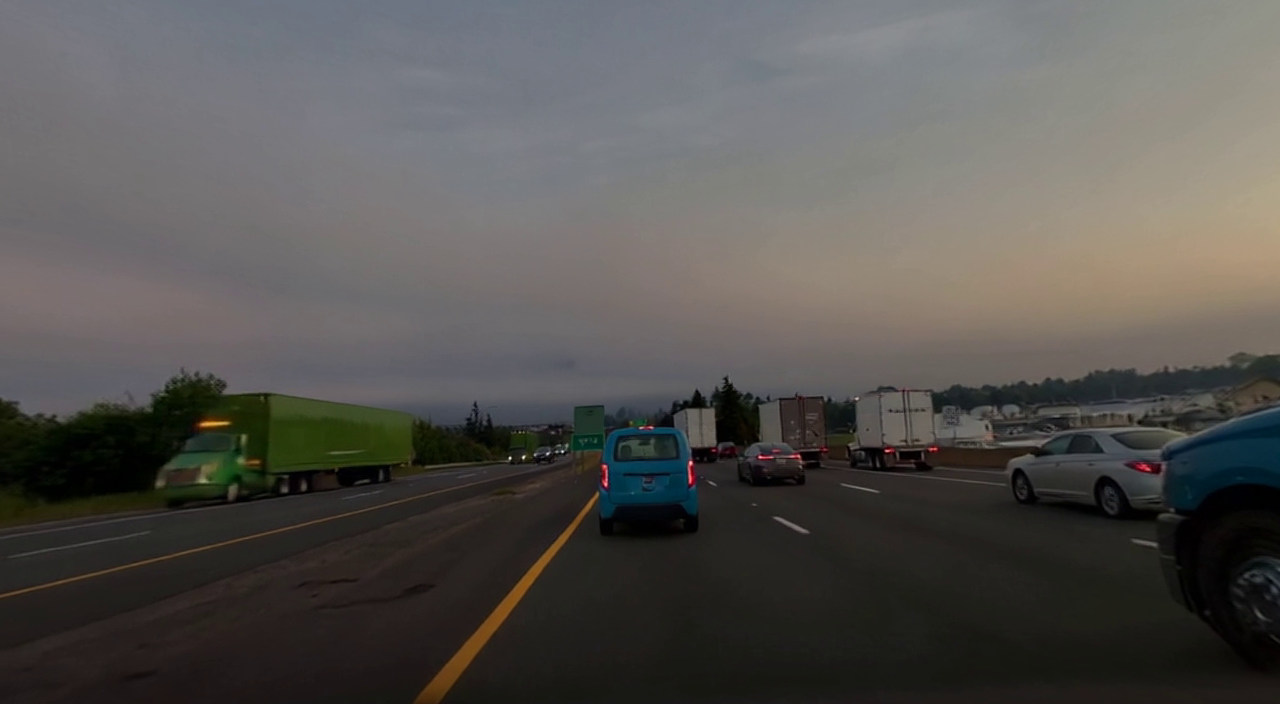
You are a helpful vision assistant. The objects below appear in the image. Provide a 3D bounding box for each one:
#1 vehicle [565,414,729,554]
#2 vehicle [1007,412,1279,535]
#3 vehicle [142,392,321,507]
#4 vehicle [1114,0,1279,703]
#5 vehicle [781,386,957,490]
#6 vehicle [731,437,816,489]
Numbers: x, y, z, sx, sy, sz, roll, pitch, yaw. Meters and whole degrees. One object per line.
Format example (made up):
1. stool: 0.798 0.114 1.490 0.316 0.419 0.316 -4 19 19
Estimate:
1. vehicle: 0.102 1.860 9.331 1.965 1.664 3.428 -1 -9 1
2. vehicle: 8.604 1.989 10.789 1.913 1.652 4.384 -1 -9 1
3. vehicle: -15.967 3.896 25.208 2.984 4.020 5.983 0 -9 0
4. vehicle: 4.219 -0.361 0.368 2.987 3.877 5.881 0 -9 0
5. vehicle: 8.257 3.457 24.679 2.799 3.188 10.578 0 -9 -1
6. vehicle: 4.207 3.565 20.358 1.859 1.512 3.711 0 -9 -1
